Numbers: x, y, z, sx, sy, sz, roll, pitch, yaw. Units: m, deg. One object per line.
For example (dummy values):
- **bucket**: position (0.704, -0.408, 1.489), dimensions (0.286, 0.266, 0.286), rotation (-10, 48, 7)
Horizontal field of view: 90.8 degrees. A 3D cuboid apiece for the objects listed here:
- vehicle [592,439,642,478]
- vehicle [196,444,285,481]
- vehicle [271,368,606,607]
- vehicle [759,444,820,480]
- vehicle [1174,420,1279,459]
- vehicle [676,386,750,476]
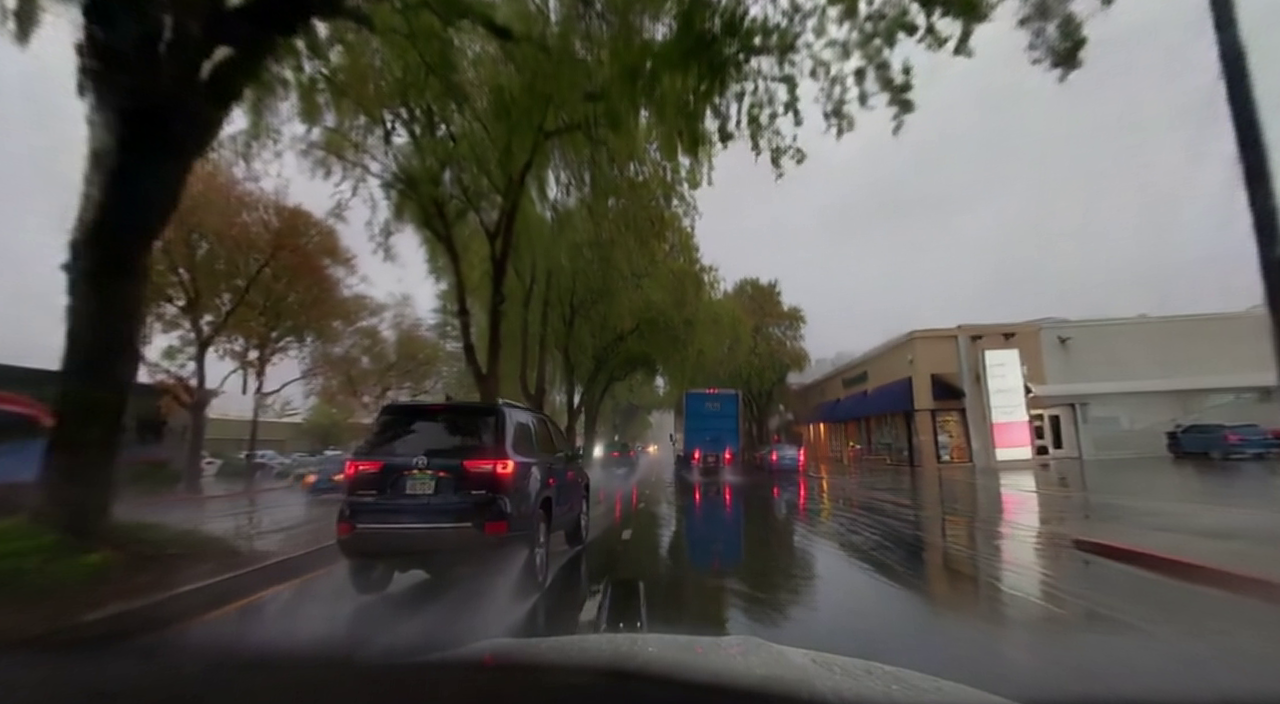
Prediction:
- **vehicle**: position (-1.038, 5.088, 30.512), dimensions (2.040, 1.711, 4.475), rotation (-1, -9, 3)
- **vehicle**: position (-27.859, 7.686, 44.370), dimensions (2.153, 2.378, 5.796), rotation (0, -8, 3)
- **vehicle**: position (-1.884, 1.521, 7.950), dimensions (2.293, 2.036, 4.853), rotation (-1, -9, 4)
- **vehicle**: position (6.717, 4.980, 28.884), dimensions (1.929, 1.522, 4.158), rotation (0, -9, 2)
- **vehicle**: position (25.148, 3.685, 26.276), dimensions (1.868, 1.461, 4.714), rotation (0, -9, 3)
- **vehicle**: position (3.780, 4.659, 36.109), dimensions (3.007, 4.206, 12.913), rotation (0, -8, 2)
